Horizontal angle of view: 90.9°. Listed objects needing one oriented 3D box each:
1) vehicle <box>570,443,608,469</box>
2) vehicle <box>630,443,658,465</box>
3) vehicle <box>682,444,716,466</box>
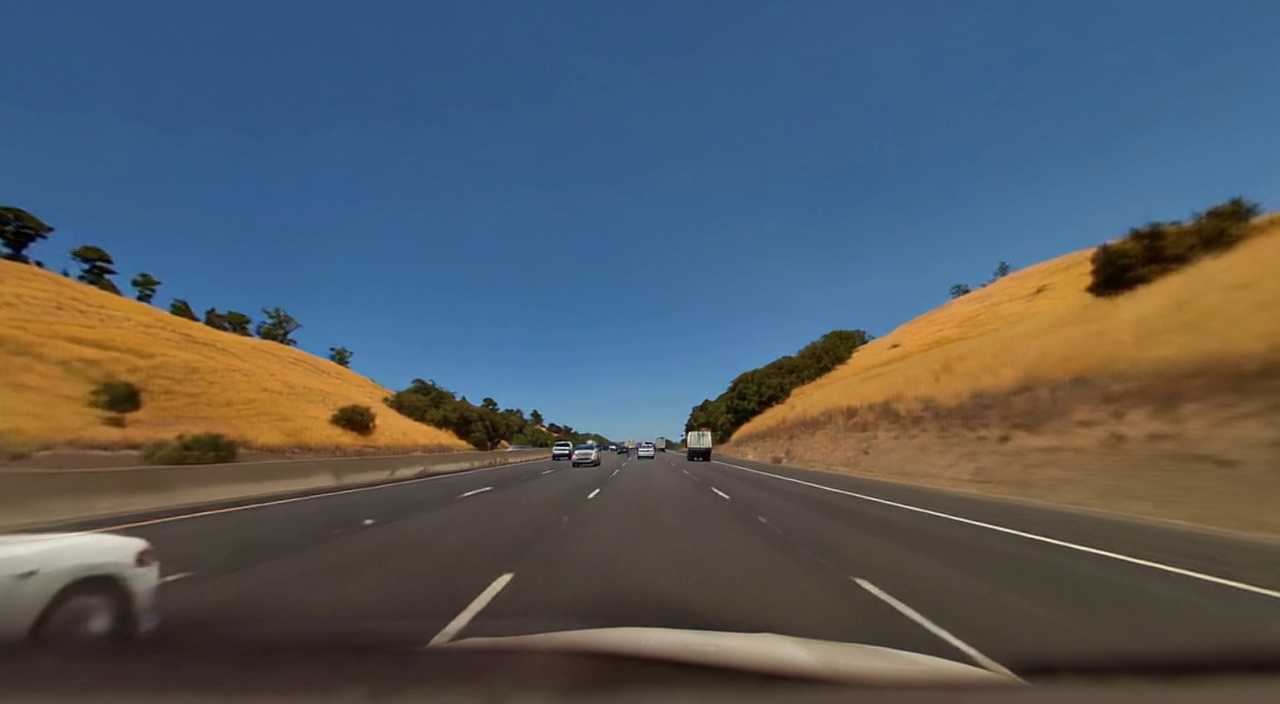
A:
[{"bbox_3d":[-3.311,6.798,41.455,2.091,1.552,4.516,0,-8,0],"label":"vehicle"},{"bbox_3d":[0.275,7.683,47.531,2.031,1.566,3.904,0,-8,0],"label":"vehicle"},{"bbox_3d":[4.362,7.699,47.281,2.027,1.525,4.348,0,-8,-1],"label":"vehicle"}]
